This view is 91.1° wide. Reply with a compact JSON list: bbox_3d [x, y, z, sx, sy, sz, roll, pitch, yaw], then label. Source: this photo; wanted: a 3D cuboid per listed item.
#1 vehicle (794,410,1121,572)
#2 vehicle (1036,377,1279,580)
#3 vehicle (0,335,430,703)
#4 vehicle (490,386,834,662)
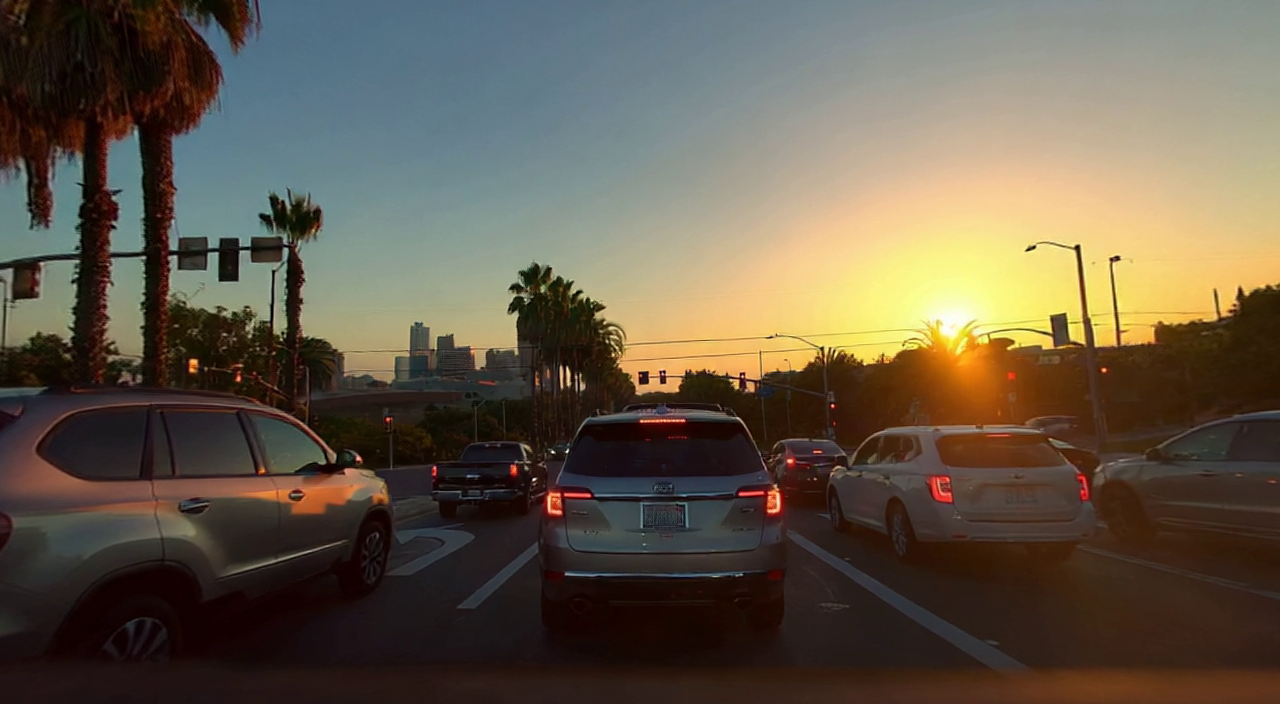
[{"bbox_3d":[4.005,1.856,9.285,2.072,1.704,5.170,0,-8,-1],"label":"vehicle"},{"bbox_3d":[7.331,1.335,6.829,2.337,1.925,5.728,0,-8,1],"label":"vehicle"},{"bbox_3d":[-3.157,1.082,3.895,2.171,1.702,4.416,0,-8,0],"label":"vehicle"},{"bbox_3d":[0.166,1.371,6.041,2.123,1.704,4.128,0,-8,1],"label":"vehicle"}]
